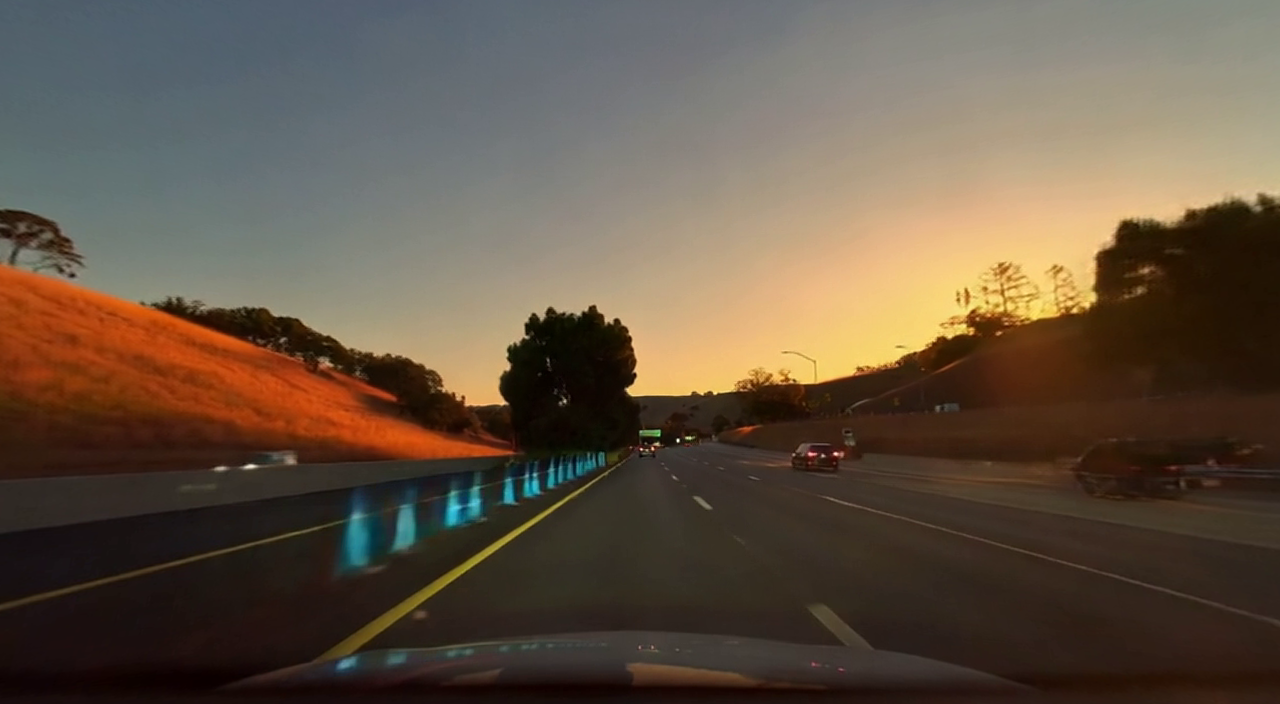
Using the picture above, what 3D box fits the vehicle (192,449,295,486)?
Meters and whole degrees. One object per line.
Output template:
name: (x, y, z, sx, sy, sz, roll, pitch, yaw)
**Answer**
vehicle: (-20.124, 5.861, 32.339, 1.977, 1.701, 4.917, 0, -8, 1)
